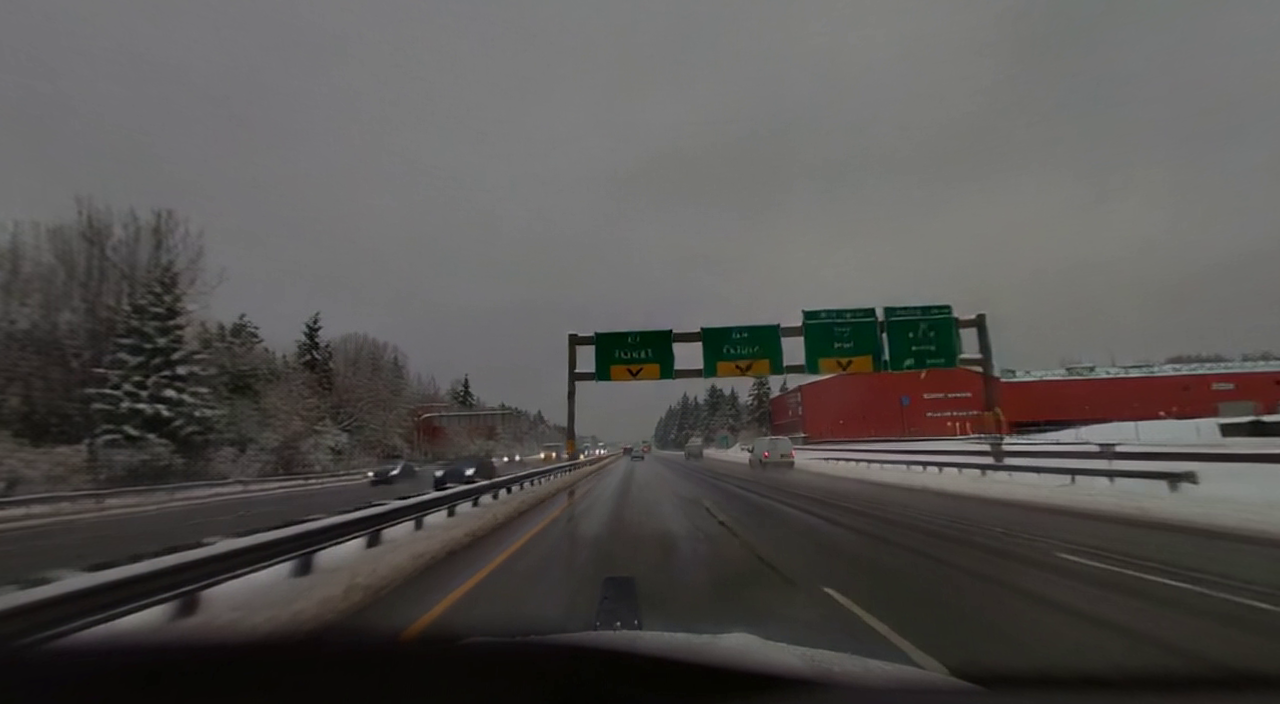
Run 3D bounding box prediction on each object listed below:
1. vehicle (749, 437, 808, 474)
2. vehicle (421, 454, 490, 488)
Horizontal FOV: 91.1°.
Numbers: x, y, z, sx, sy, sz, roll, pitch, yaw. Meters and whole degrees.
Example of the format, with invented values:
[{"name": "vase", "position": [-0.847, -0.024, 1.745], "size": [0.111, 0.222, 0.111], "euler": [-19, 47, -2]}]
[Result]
[{"name": "vehicle", "position": [7.750, 5.866, 35.716], "size": [2.156, 1.943, 5.010], "euler": [0, -9, -1]}, {"name": "vehicle", "position": [-8.565, 5.537, 29.639], "size": [2.081, 1.430, 4.107], "euler": [0, -9, -1]}]
